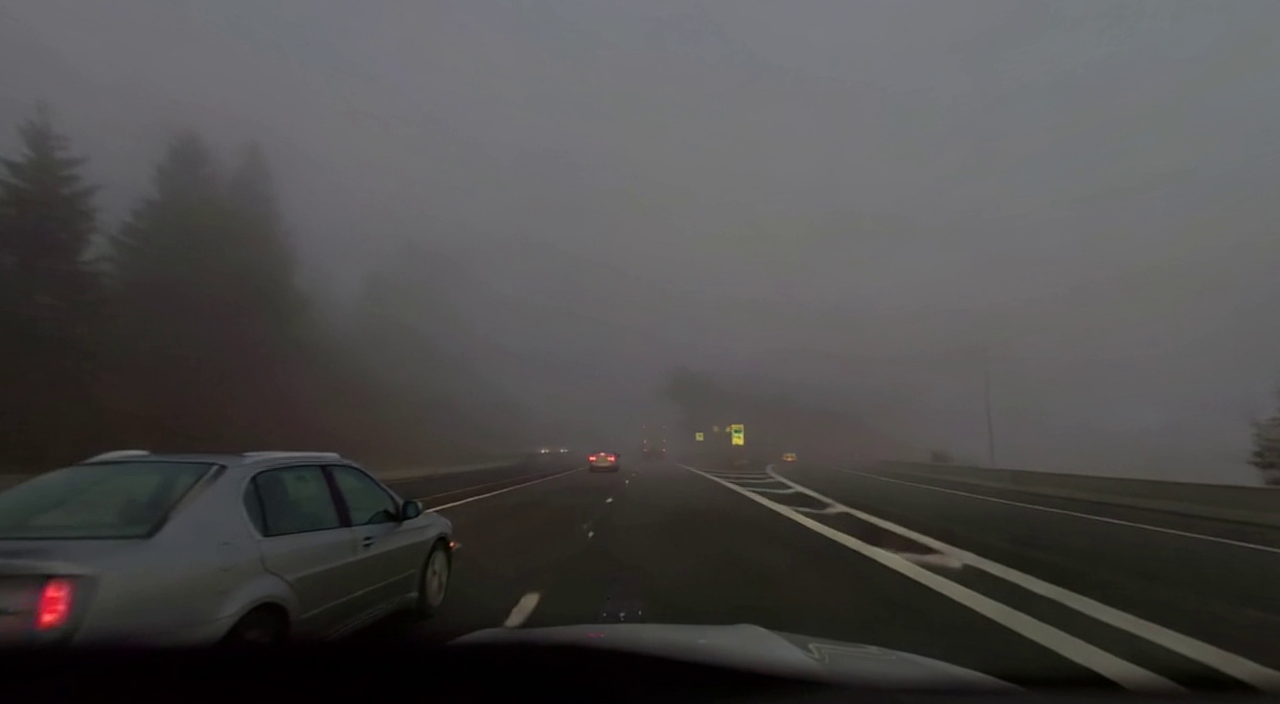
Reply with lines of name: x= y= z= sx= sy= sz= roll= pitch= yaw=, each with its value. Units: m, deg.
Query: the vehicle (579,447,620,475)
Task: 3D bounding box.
vehicle: x=-2.412 y=6.657 z=38.744 sx=2.184 sy=1.574 sz=5.004 roll=0 pitch=-9 yaw=0
